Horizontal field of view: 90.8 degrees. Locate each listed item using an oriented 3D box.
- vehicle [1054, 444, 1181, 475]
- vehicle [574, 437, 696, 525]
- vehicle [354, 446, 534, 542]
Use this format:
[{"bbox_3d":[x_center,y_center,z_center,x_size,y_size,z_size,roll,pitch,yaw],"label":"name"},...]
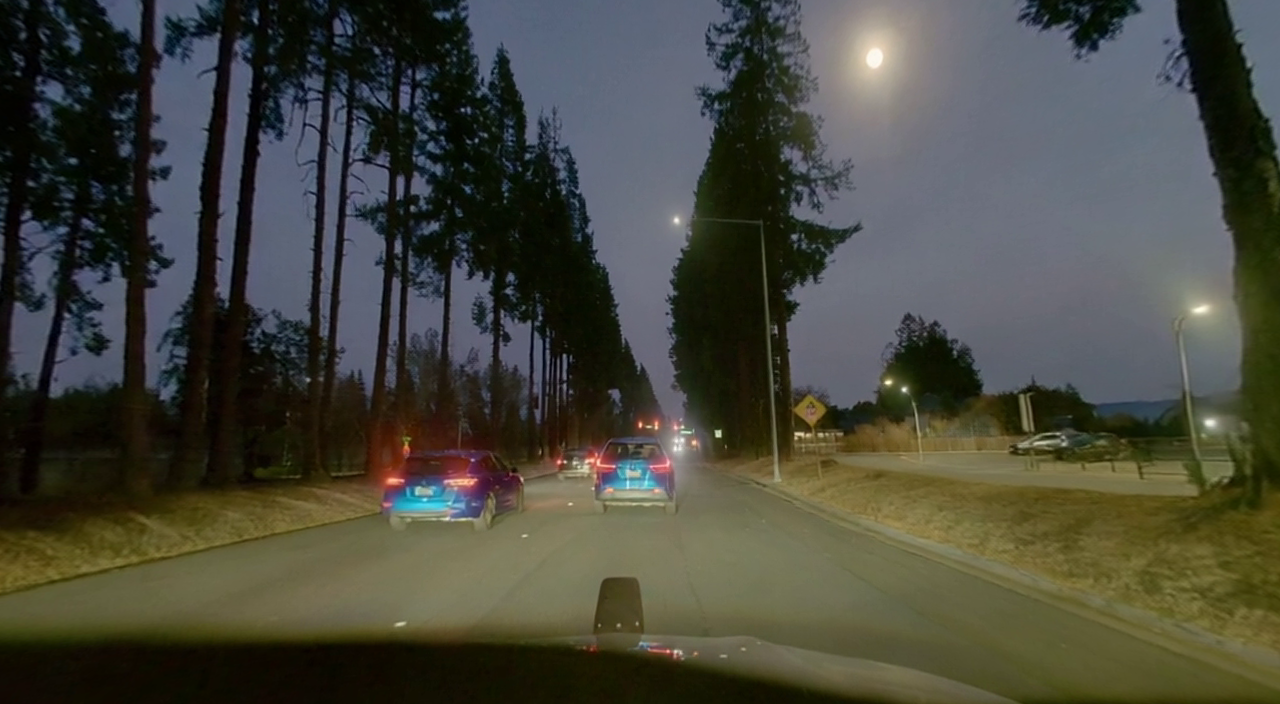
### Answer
[{"bbox_3d":[27.902,6.289,37.040,5.955,1.702,2.166,1,-8,-6],"label":"vehicle"},{"bbox_3d":[-0.076,2.656,13.549,2.229,1.591,3.897,0,-8,0],"label":"vehicle"},{"bbox_3d":[-3.442,2.545,12.129,1.922,1.464,4.424,0,-8,1],"label":"vehicle"}]
